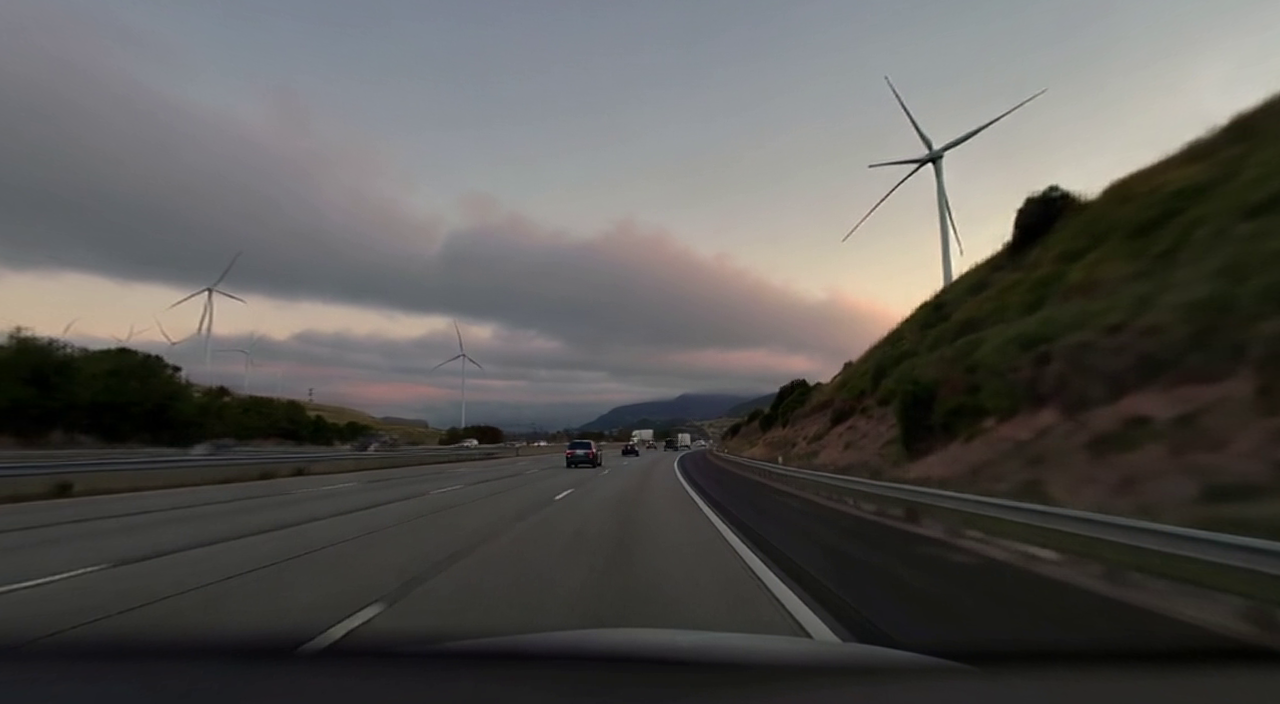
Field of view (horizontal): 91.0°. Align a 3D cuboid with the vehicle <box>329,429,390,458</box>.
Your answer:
[{"bbox_3d":[-20.733,6.808,46.788,2.017,2.074,5.126,0,-9,2],"label":"vehicle"}]

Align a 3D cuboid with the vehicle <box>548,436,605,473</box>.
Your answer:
[{"bbox_3d":[-3.022,5.030,31.114,2.118,1.702,4.355,0,-9,3],"label":"vehicle"}]
